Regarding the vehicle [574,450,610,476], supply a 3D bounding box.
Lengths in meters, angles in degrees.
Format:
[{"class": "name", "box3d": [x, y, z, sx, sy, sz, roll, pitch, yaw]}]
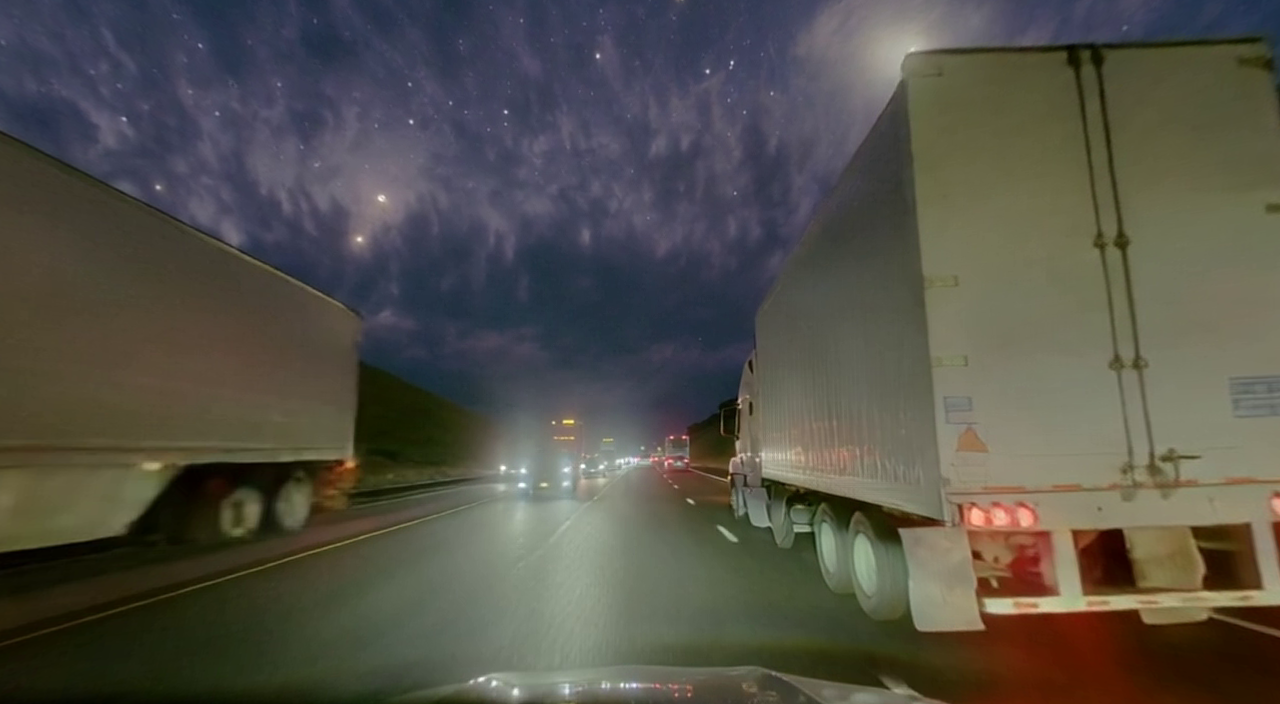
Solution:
[{"class": "vehicle", "box3d": [-3.077, 7.173, 40.910, 2.005, 1.598, 3.684, 0, -9, 1]}]

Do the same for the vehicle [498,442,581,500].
[{"class": "vehicle", "box3d": [-3.194, 3.859, 20.880, 2.008, 1.671, 4.126, 0, -9, 1]}]

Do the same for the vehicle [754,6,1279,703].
[{"class": "vehicle", "box3d": [3.215, 0.369, 6.354, 2.959, 3.973, 5.928, 0, -9, 0]}]

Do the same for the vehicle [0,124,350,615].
[{"class": "vehicle", "box3d": [-6.783, 0.028, 4.477, 2.849, 4.061, 13.858, 0, -9, 0]}]
